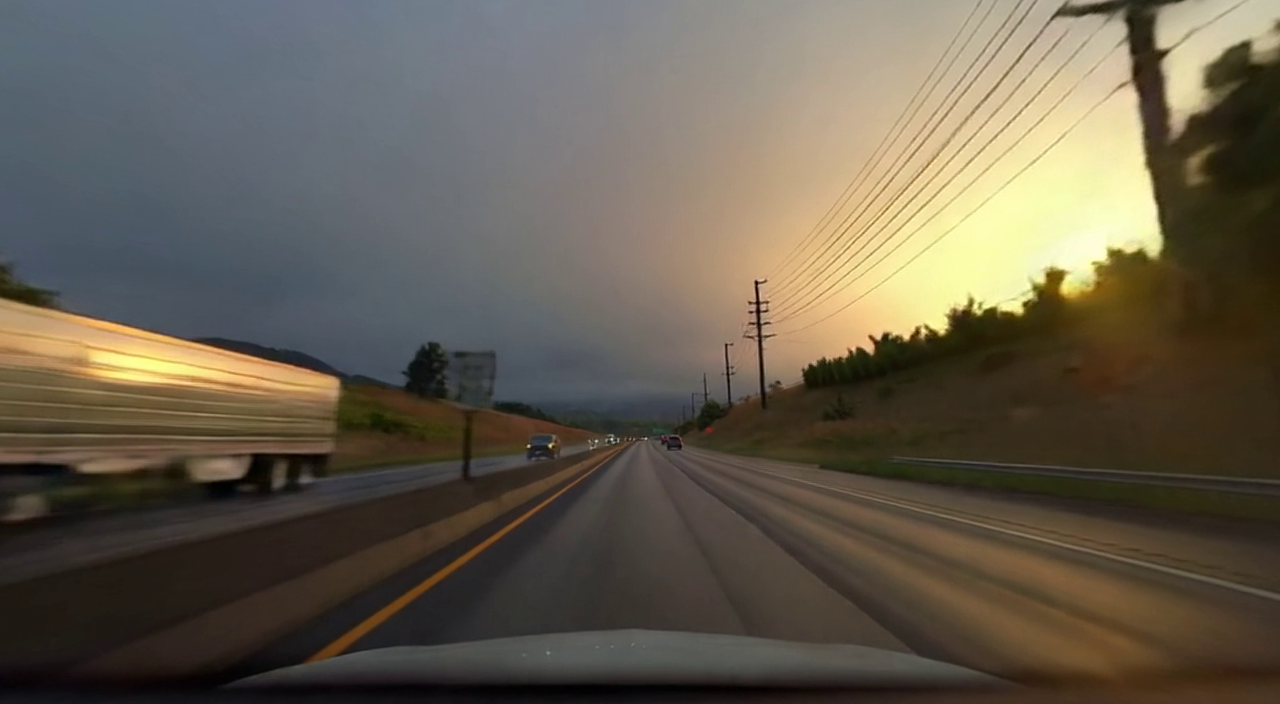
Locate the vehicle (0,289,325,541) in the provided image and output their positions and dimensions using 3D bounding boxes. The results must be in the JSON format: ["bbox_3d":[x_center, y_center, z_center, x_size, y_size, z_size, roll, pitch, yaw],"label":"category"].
[{"bbox_3d":[-11.894,1.526,13.674,2.937,4.068,14.080,0,-8,0],"label":"vehicle"}]
